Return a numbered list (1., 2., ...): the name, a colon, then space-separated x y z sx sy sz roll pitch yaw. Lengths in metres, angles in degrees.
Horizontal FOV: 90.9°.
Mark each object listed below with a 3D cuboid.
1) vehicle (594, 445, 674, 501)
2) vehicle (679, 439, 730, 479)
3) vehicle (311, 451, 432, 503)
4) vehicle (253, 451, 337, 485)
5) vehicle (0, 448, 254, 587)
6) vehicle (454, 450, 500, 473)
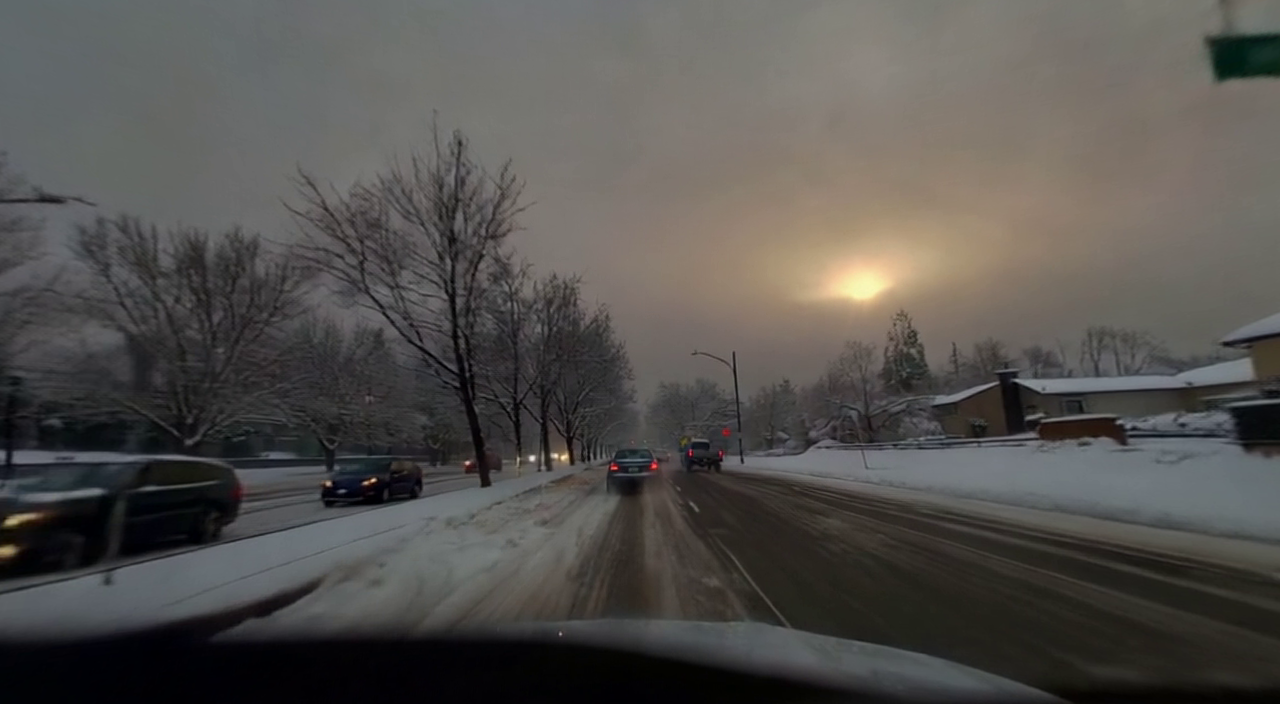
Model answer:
1. vehicle: -0.169 3.555 18.948 2.140 1.474 4.026 0 -8 0
2. vehicle: 3.149 5.310 31.624 2.073 1.822 4.276 0 -8 -1
3. vehicle: -8.721 4.068 20.969 2.035 1.463 4.527 0 -8 0
4. vehicle: -18.652 6.279 34.342 1.906 1.655 4.691 0 -8 1
5. vehicle: -8.269 2.224 9.184 2.121 1.513 4.832 -2 -8 2
6. vehicle: -11.471 7.716 44.691 1.917 1.488 4.611 0 -8 1
